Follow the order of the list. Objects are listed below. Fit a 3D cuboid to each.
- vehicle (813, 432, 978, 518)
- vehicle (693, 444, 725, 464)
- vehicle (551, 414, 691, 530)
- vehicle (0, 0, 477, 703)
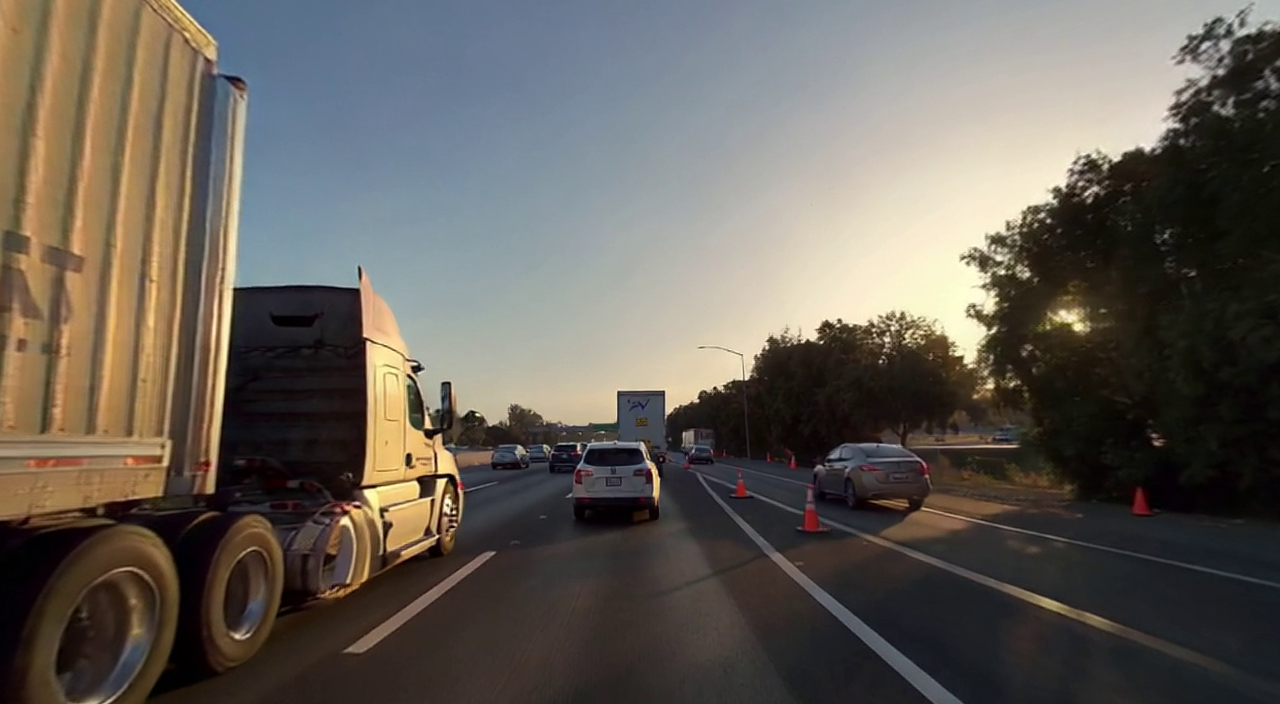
[{"bbox_3d":[5.374,2.612,13.897,1.937,1.601,3.798,0,-9,-2],"label":"vehicle"},{"bbox_3d":[5.309,7.928,49.231,1.918,1.479,4.571,0,-9,-1],"label":"vehicle"},{"bbox_3d":[-0.304,2.151,11.762,2.152,1.779,3.924,0,-9,0],"label":"vehicle"},{"bbox_3d":[-3.741,-0.476,1.068,2.857,4.063,16.026,0,-8,-1],"label":"vehicle"}]
